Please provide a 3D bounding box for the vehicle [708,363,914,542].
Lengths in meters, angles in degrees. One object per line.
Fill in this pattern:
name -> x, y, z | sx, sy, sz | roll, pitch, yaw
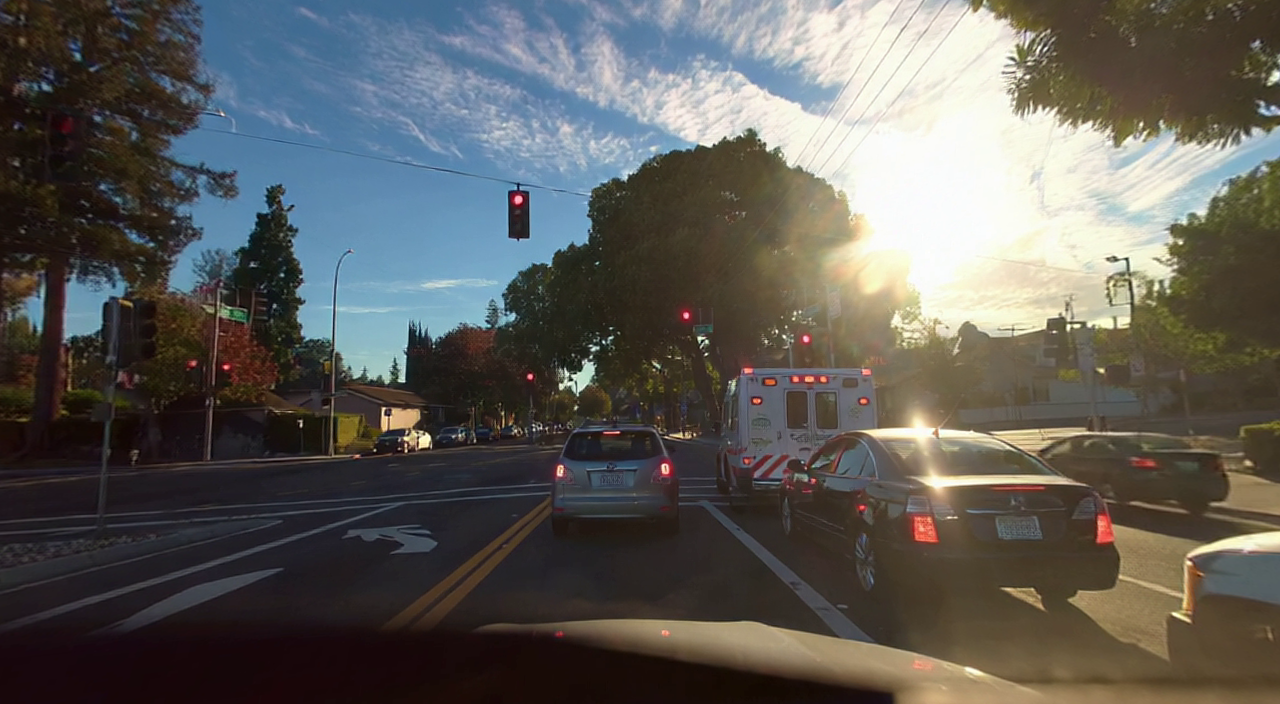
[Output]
vehicle -> 2.869, 1.902, 12.370 | 2.406, 2.687, 5.521 | 0, -8, 0

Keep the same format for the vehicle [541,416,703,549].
vehicle -> -0.265, 1.982, 10.186 | 2.114, 1.707, 3.725 | 0, -8, -1

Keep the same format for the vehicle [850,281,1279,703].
vehicle -> 2.853, 0.892, 2.884 | 2.194, 1.820, 4.652 | 0, -8, 0

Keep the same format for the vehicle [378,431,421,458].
vehicle -> -17.732, 6.876, 46.860 | 2.246, 1.880, 4.454 | 1, -8, -12
